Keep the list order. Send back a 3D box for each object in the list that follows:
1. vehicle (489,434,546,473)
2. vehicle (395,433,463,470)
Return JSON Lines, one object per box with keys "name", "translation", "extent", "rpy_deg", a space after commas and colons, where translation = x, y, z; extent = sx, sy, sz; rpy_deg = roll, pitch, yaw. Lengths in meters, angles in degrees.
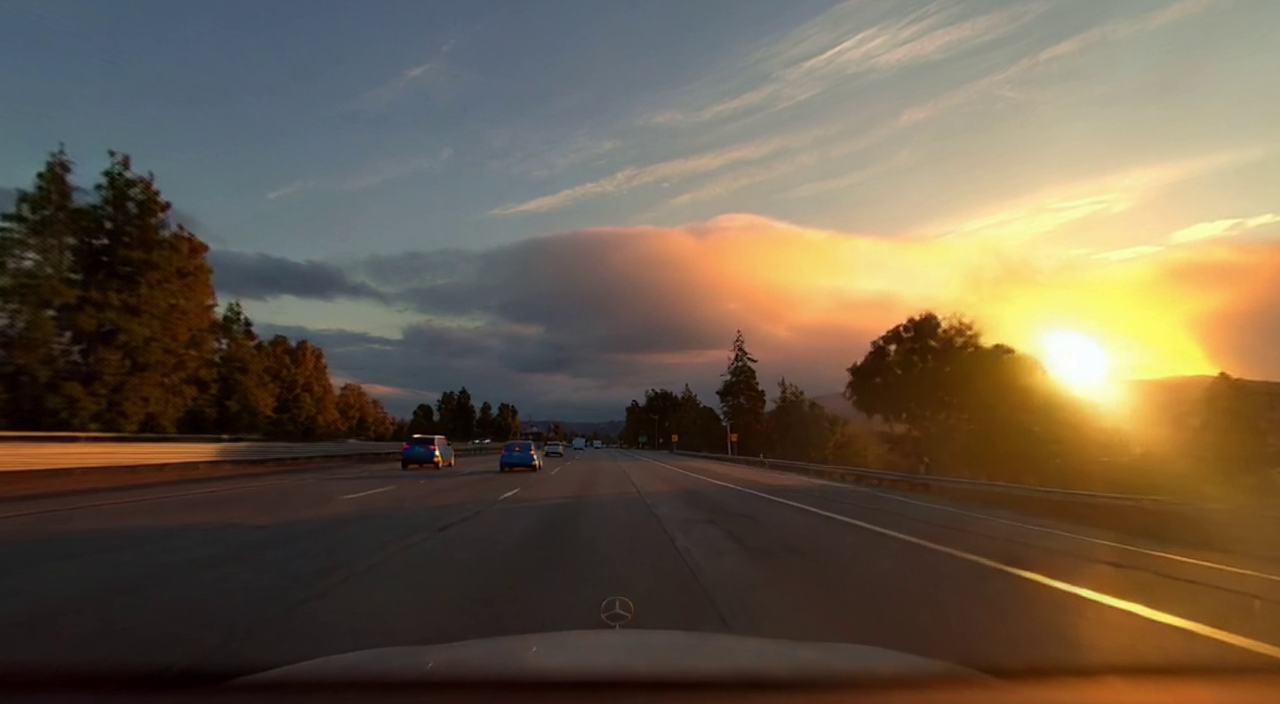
{"name": "vehicle", "translation": [-6.043, 5.102, 31.811], "extent": [2.146, 1.766, 4.502], "rpy_deg": [0, -9, -2]}
{"name": "vehicle", "translation": [-10.402, 4.956, 31.490], "extent": [2.016, 1.711, 4.365], "rpy_deg": [0, -9, -2]}
